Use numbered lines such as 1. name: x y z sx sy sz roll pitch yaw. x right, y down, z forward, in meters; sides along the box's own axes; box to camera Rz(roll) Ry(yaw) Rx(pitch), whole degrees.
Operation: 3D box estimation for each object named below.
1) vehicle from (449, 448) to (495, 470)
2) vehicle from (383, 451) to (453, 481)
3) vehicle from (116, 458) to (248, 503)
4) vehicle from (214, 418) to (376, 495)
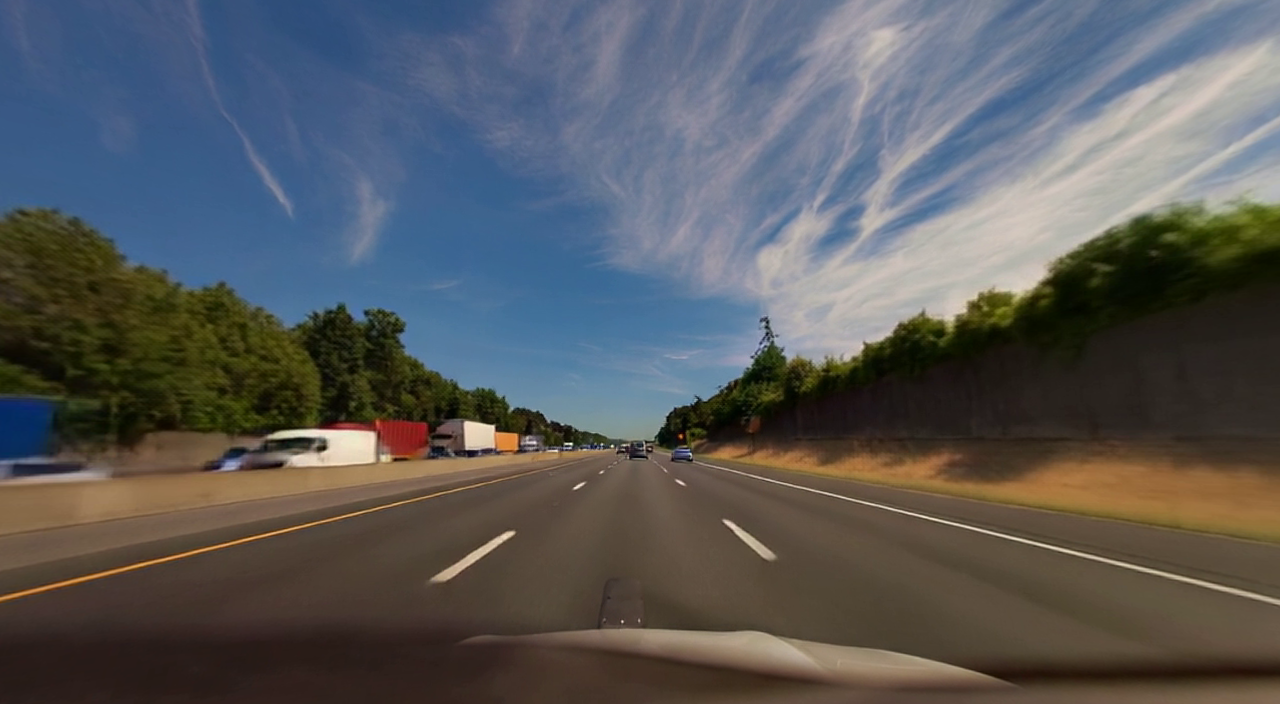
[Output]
1. vehicle: -12.043 7.685 45.423 2.113 1.531 4.402 0 -9 0
2. vehicle: -11.695 6.008 33.593 2.050 1.464 4.553 0 -9 0
3. vehicle: -16.268 4.561 22.664 1.720 1.411 3.954 0 -9 1
4. vehicle: -11.529 3.569 21.722 2.341 2.308 5.443 0 -9 1
